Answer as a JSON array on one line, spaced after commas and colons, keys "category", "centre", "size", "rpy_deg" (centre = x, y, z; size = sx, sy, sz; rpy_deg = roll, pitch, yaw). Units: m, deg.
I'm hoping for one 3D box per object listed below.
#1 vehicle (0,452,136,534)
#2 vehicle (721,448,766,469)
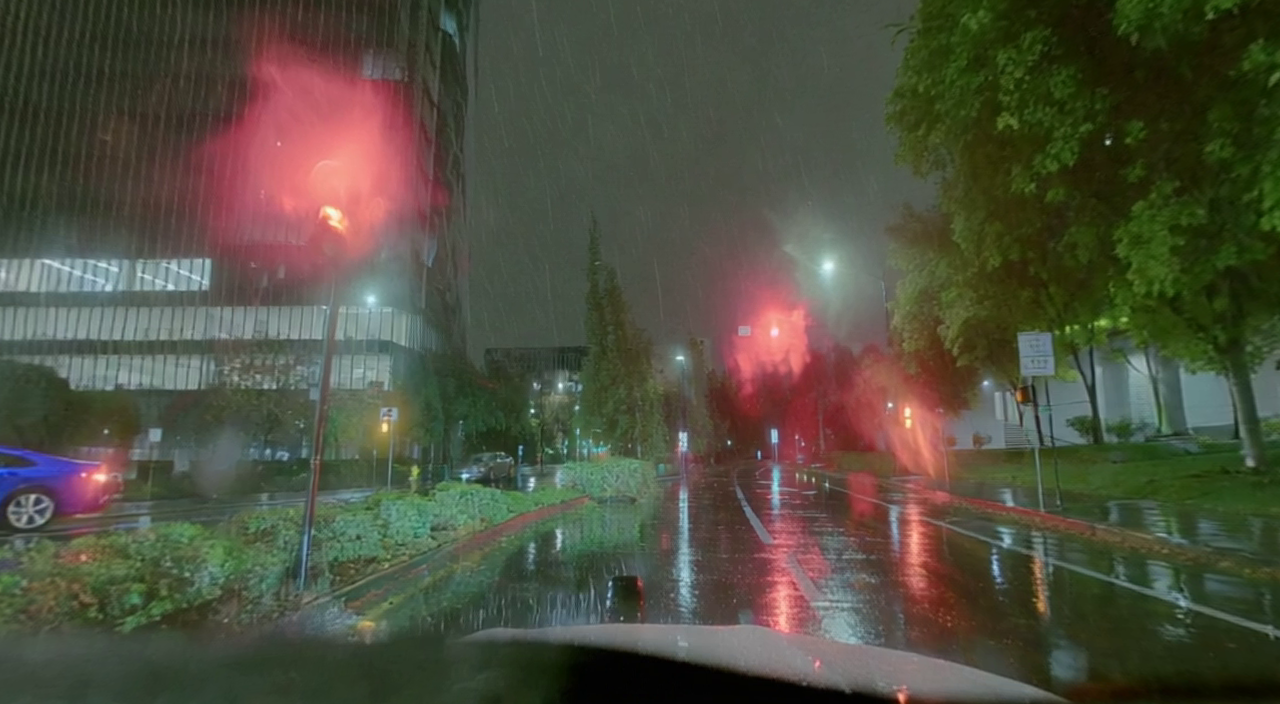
[{"category": "vehicle", "centre": [-12.855, 2.713, 12.266], "size": [4.598, 1.490, 1.816], "rpy_deg": [7, -11, -40]}, {"category": "vehicle", "centre": [7.866, 8.123, 48.408], "size": [1.829, 1.440, 4.384], "rpy_deg": [2, -9, -14]}]
